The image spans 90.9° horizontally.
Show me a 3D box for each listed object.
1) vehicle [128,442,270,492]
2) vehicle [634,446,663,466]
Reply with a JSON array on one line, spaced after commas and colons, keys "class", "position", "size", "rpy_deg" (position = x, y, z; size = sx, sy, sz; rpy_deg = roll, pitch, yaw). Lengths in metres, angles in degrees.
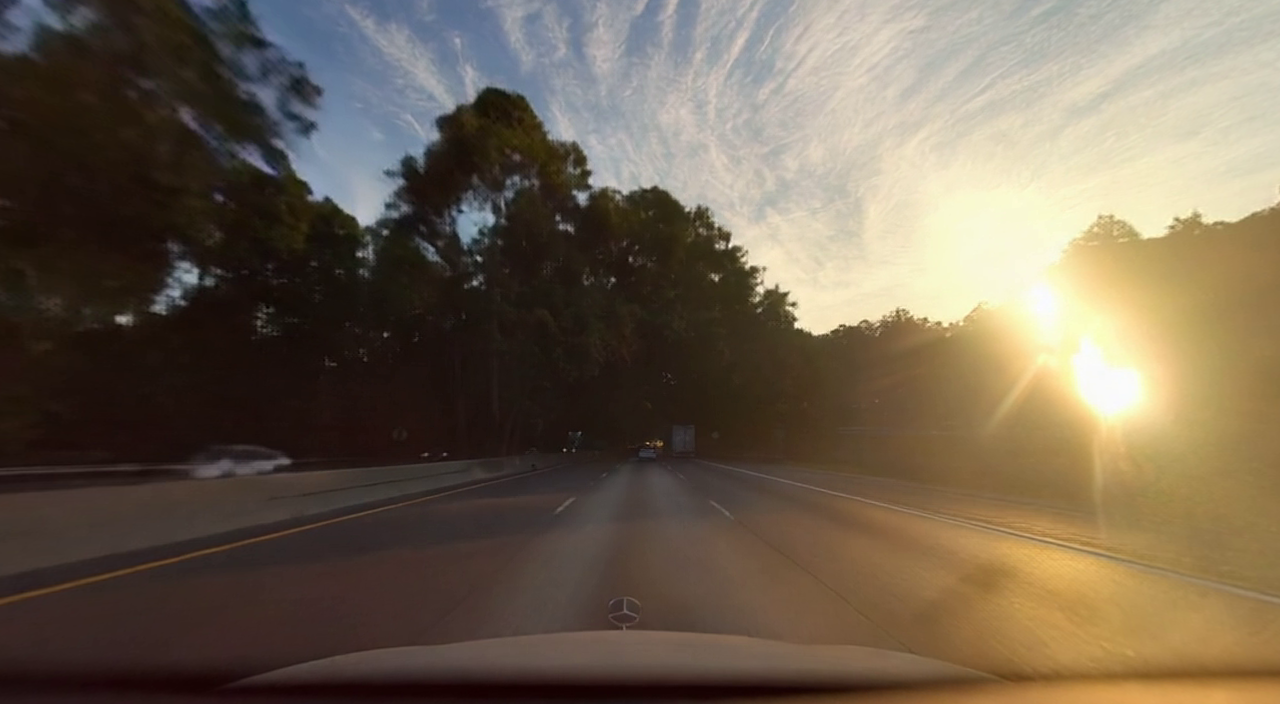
[{"class": "vehicle", "position": [-15.464, 4.044, 22.451], "size": [1.906, 1.582, 4.254], "rpy_deg": [0, -9, 1]}, {"class": "vehicle", "position": [0.636, 7.731, 46.932], "size": [2.023, 1.434, 4.236], "rpy_deg": [0, -9, 1]}]
